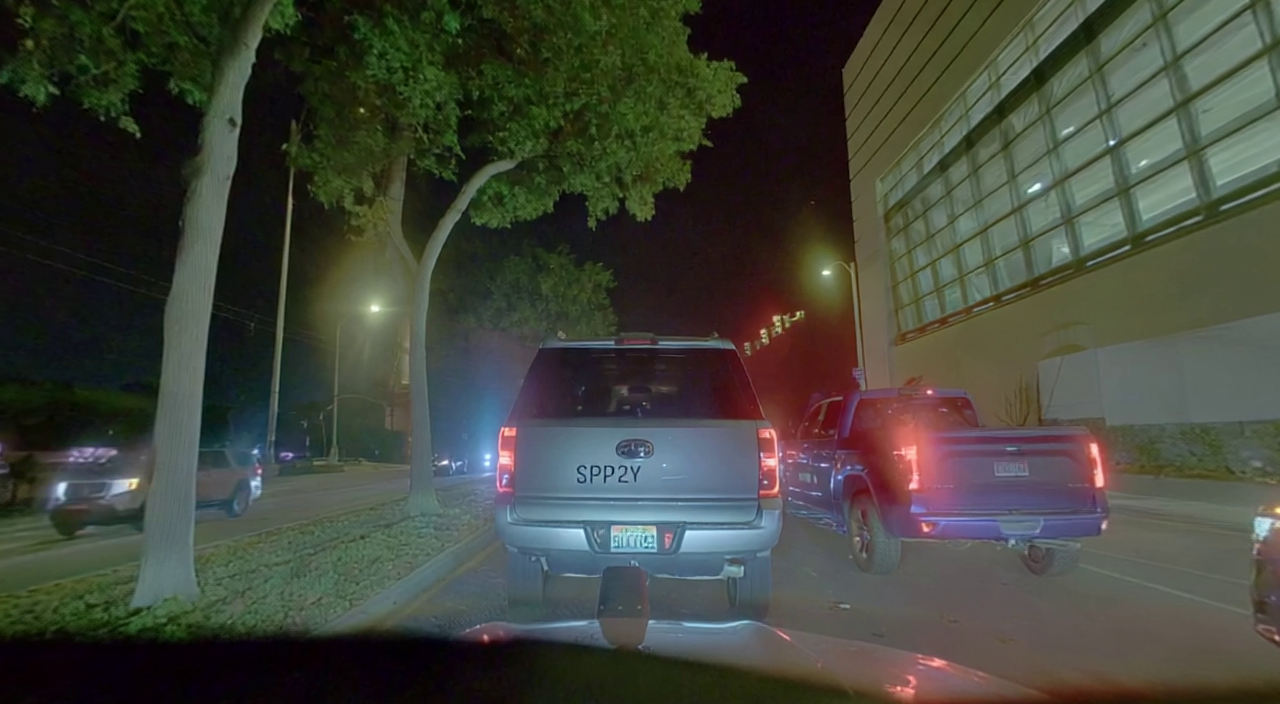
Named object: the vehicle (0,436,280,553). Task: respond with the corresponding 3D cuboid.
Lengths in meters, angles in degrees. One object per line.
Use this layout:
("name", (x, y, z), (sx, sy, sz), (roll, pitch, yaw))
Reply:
("vehicle", (-11.591, 3.250, 15.469), (2.362, 2.052, 6.109), (-4, -8, -4))

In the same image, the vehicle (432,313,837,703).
("vehicle", (0.025, 1.264, 5.832), (2.267, 2.372, 4.366), (0, -8, 2))

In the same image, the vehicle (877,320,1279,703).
("vehicle", (3.086, 0.985, 3.470), (2.022, 1.700, 4.410), (0, -8, 3))
